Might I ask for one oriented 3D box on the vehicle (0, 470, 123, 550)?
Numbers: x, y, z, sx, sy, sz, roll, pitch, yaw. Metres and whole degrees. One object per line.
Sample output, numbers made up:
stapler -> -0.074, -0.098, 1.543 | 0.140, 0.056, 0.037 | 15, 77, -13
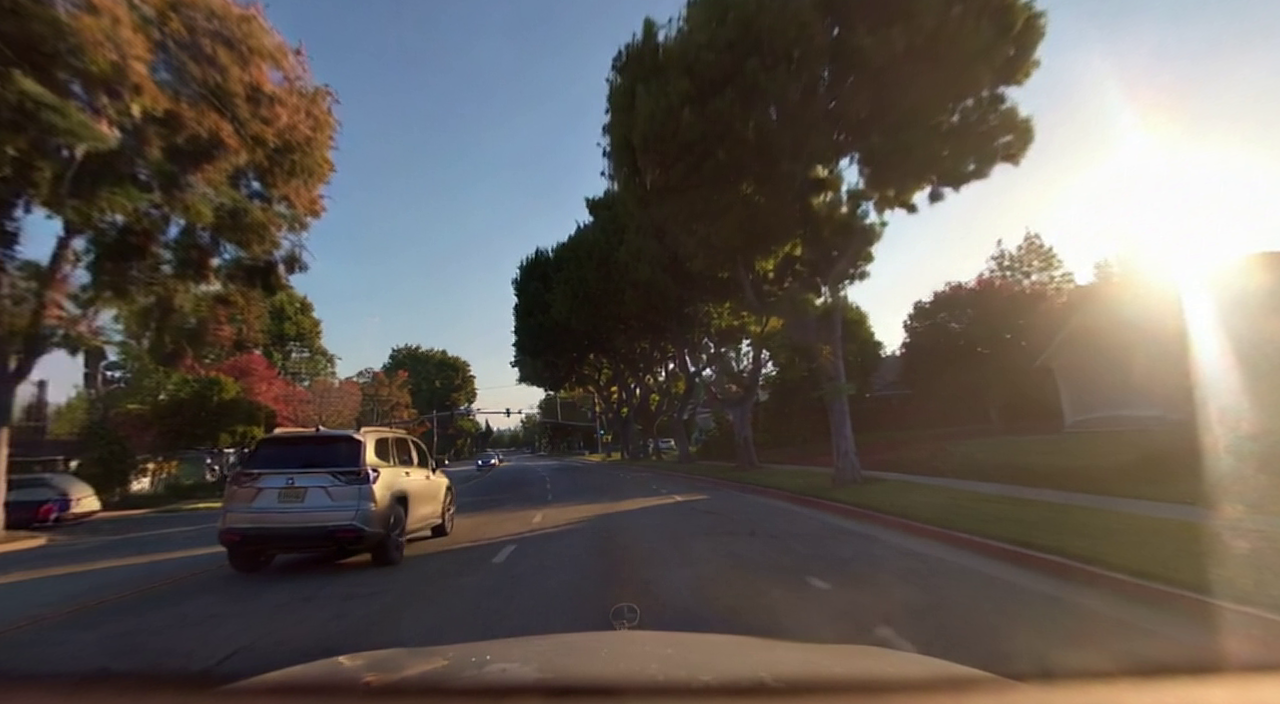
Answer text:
vehicle -> -14.629, 3.759, 14.739 | 1.878, 1.505, 4.435 | -8, -7, -9

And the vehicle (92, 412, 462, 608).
vehicle -> -3.975, 1.800, 8.115 | 2.175, 1.772, 4.442 | 0, -9, -2
